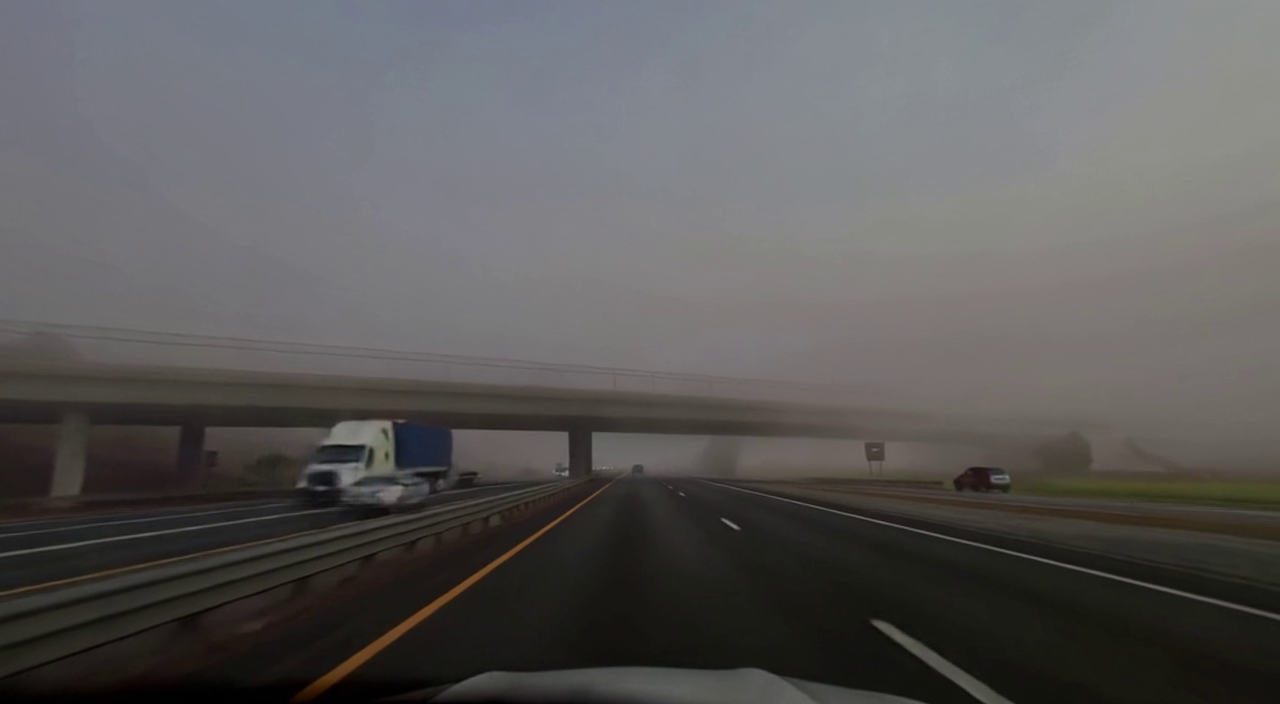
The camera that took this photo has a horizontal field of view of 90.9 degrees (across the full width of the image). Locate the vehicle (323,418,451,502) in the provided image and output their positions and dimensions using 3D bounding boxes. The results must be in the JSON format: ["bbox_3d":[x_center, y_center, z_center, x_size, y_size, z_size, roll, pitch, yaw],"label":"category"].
[{"bbox_3d":[-13.365,5.965,34.531,2.933,3.849,9.640,1,-10,0],"label":"vehicle"}]

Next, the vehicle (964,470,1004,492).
[{"bbox_3d":[26.902,10.061,49.357,1.951,1.616,4.175,-3,-11,18],"label":"vehicle"}]

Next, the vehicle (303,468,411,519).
[{"bbox_3d":[-8.995,4.503,20.371,1.716,1.429,3.637,1,-10,1],"label":"vehicle"}]
